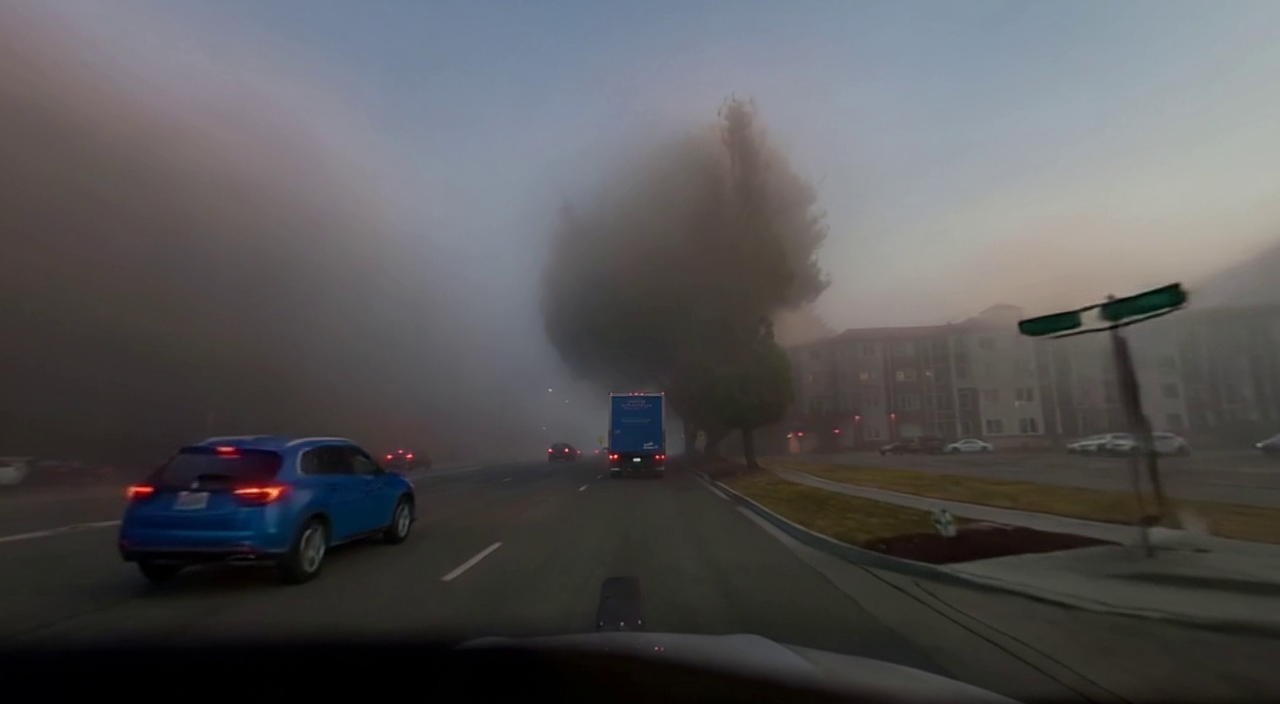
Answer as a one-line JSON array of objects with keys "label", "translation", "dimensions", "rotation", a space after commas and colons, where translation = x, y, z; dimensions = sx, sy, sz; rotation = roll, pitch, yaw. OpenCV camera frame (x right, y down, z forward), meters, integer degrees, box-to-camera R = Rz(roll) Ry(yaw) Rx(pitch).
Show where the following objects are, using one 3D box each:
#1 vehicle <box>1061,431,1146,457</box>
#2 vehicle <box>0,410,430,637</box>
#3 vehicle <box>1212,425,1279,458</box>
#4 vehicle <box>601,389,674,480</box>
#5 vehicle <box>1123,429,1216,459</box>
[{"label": "vehicle", "translation": [25.859, 5.145, 35.098], "dimensions": [3.503, 1.419, 1.646], "rotation": [1, -9, -4]}, {"label": "vehicle", "translation": [-4.057, 1.548, 6.716], "dimensions": [2.078, 1.597, 4.355], "rotation": [0, -9, 0]}, {"label": "vehicle", "translation": [27.540, 3.929, 27.493], "dimensions": [3.405, 1.395, 1.600], "rotation": [1, -9, -4]}, {"label": "vehicle", "translation": [-0.006, 3.980, 29.713], "dimensions": [2.905, 3.644, 8.807], "rotation": [0, -9, 1]}, {"label": "vehicle", "translation": [27.423, 4.775, 32.540], "dimensions": [3.341, 1.387, 1.619], "rotation": [-1, -8, -3]}]
